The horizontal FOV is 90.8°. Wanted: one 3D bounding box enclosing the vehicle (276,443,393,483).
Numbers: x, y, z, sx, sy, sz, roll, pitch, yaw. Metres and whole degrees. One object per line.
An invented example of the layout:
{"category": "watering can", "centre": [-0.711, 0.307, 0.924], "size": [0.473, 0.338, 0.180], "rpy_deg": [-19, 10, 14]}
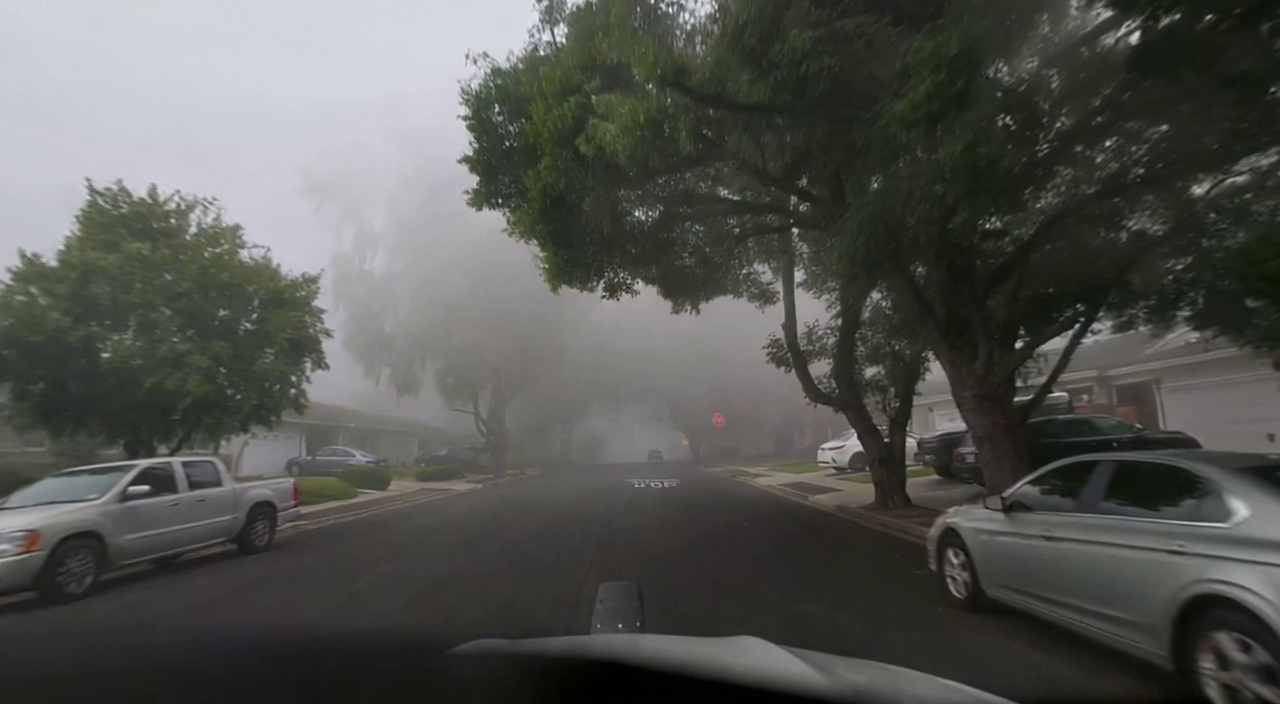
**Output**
{"category": "vehicle", "centre": [-14.213, 5.143, 29.532], "size": [4.493, 1.776, 1.997], "rpy_deg": [-1, -9, 9]}

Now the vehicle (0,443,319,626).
{"category": "vehicle", "centre": [-6.414, 1.991, 7.820], "size": [2.099, 1.532, 5.262], "rpy_deg": [-4, -9, 1]}

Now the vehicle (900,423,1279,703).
{"category": "vehicle", "centre": [3.476, 1.147, 3.383], "size": [2.016, 1.450, 4.727], "rpy_deg": [0, -9, -2]}

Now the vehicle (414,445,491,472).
{"category": "vehicle", "centre": [-13.398, 7.615, 45.314], "size": [4.809, 1.865, 2.093], "rpy_deg": [0, -9, -1]}
